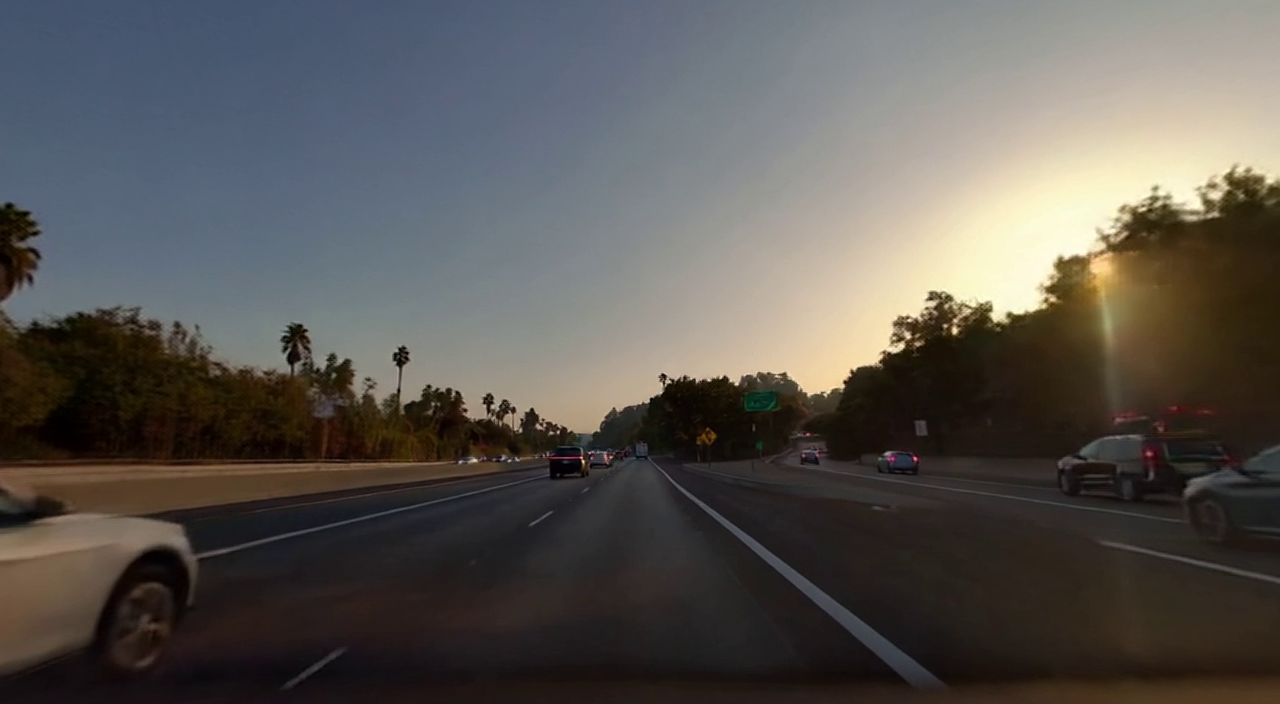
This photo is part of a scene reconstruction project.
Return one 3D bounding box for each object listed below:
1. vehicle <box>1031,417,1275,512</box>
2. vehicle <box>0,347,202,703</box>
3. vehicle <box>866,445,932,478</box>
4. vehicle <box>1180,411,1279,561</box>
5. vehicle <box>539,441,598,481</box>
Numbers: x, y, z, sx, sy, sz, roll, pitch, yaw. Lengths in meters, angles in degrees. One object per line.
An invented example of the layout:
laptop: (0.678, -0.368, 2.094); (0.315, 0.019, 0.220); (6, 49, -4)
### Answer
vehicle: (13.312, 2.970, 17.023); (2.330, 2.132, 5.338); (-1, -9, 5)
vehicle: (-3.946, 0.678, 1.601); (2.162, 1.747, 4.791); (0, -9, 0)
vehicle: (14.886, 6.320, 36.537); (1.991, 1.755, 4.836); (-1, -9, 4)
vehicle: (8.777, 1.419, 6.333); (2.303, 1.791, 5.247); (-1, -9, 5)
vehicle: (-3.701, 5.779, 33.776); (2.420, 1.937, 5.916); (0, -9, 0)
